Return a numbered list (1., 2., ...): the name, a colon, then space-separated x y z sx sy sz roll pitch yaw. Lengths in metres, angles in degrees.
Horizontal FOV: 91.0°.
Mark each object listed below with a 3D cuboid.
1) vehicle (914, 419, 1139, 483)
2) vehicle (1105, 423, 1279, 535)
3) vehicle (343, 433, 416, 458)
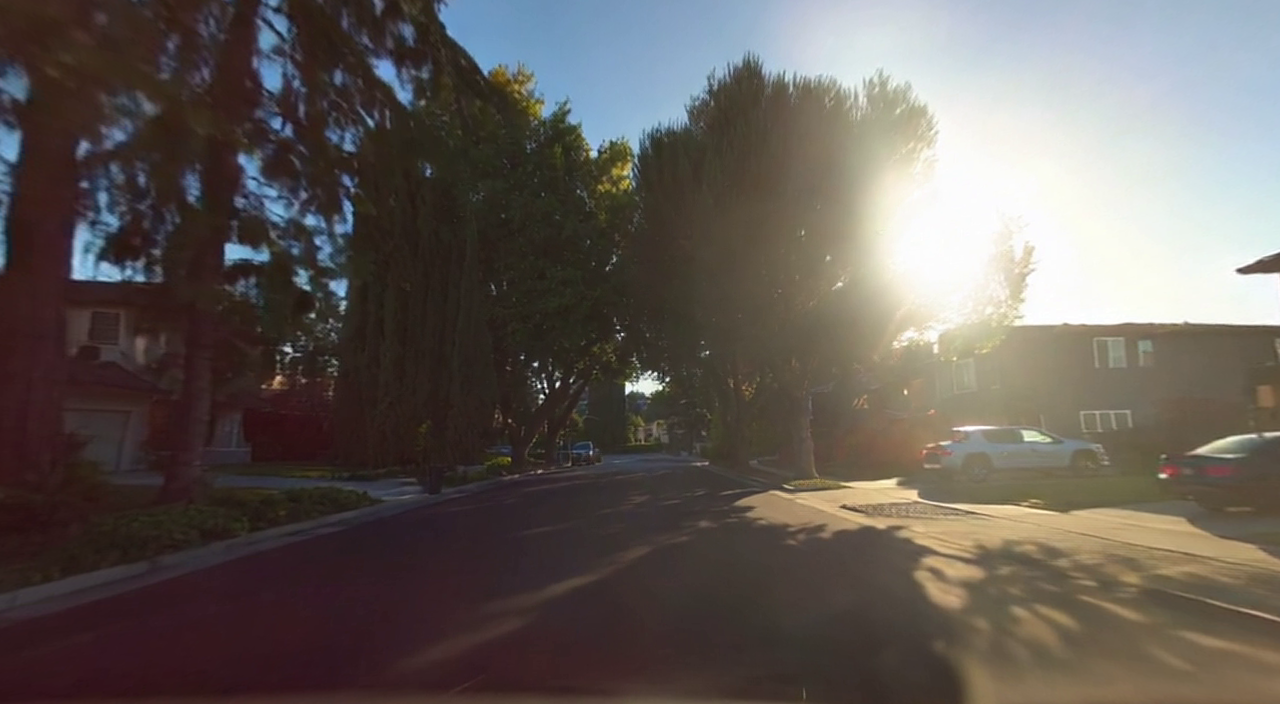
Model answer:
1. vehicle: 12.028 3.120 19.956 5.637 1.890 2.171 0 -8 1
2. vehicle: 10.706 1.922 10.205 4.710 1.512 1.894 -3 -8 0
3. vehicle: -18.530 6.684 44.944 4.196 1.696 2.086 0 -10 -1
